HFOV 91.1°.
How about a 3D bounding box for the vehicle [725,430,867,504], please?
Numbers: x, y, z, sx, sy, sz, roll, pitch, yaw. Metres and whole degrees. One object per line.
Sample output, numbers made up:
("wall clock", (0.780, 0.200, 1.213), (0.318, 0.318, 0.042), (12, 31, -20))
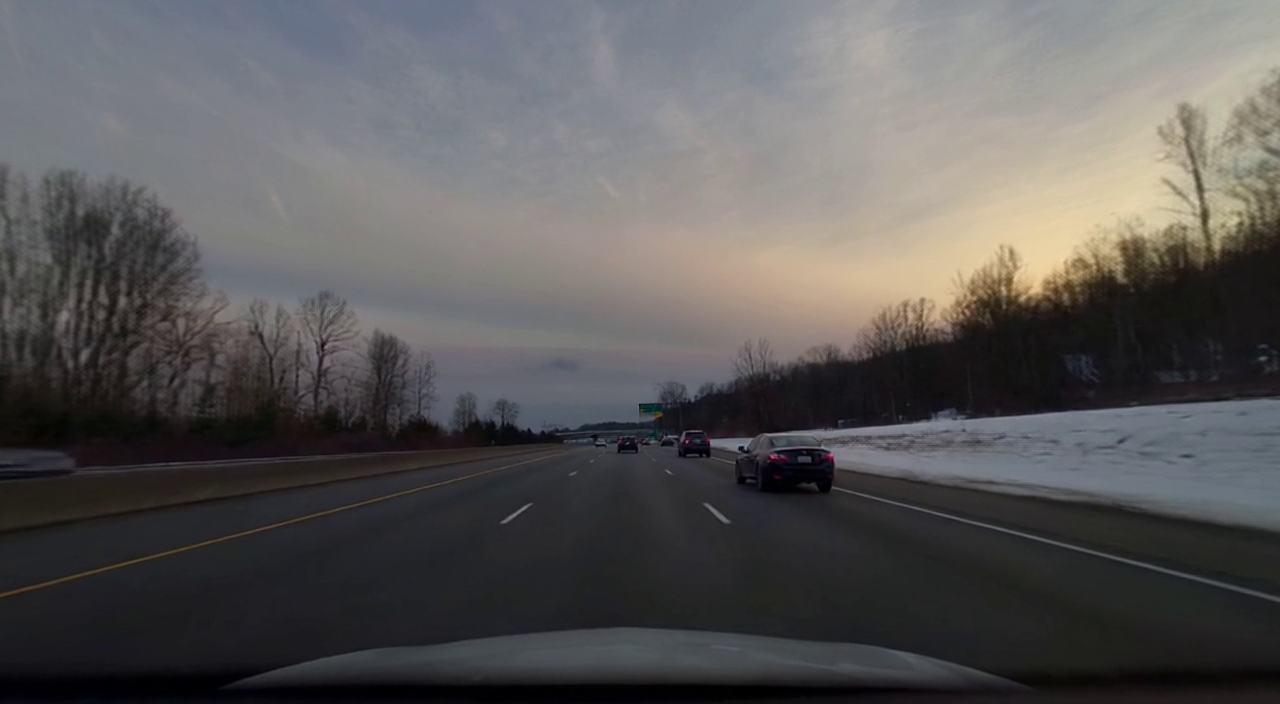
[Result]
("vehicle", (3.496, 2.652, 15.159), (2.056, 1.479, 4.660), (0, -8, -2))

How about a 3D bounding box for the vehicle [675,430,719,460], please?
("vehicle", (3.344, 5.557, 37.629), (2.098, 1.677, 4.275), (0, -8, -2))

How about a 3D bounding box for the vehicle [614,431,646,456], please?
("vehicle", (-0.764, 6.694, 46.141), (2.182, 1.680, 4.253), (0, -8, -2))
